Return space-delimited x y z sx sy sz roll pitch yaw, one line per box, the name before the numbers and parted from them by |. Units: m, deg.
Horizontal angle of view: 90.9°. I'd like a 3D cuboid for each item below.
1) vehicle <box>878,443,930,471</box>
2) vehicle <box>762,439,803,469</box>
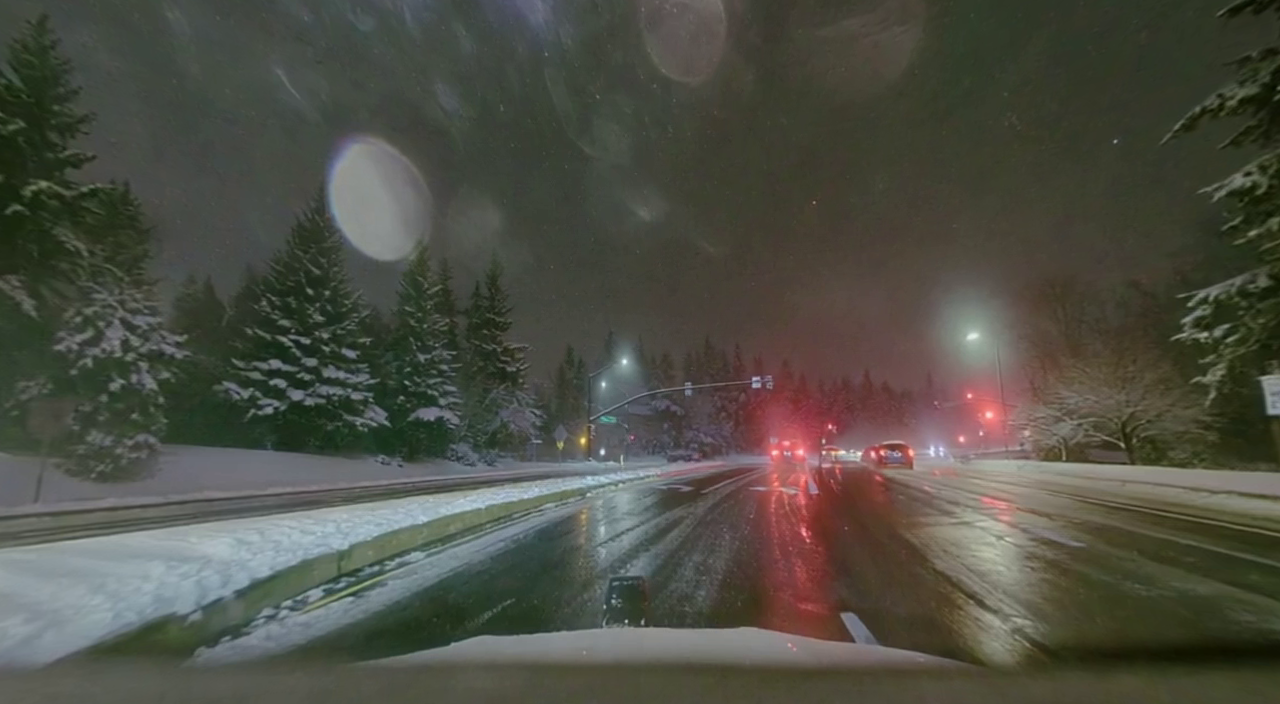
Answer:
vehicle | 14.475 5.730 34.755 1.884 1.422 4.262 -2 -9 13
vehicle | 8.273 5.848 36.329 2.078 1.578 4.107 -3 -9 15
